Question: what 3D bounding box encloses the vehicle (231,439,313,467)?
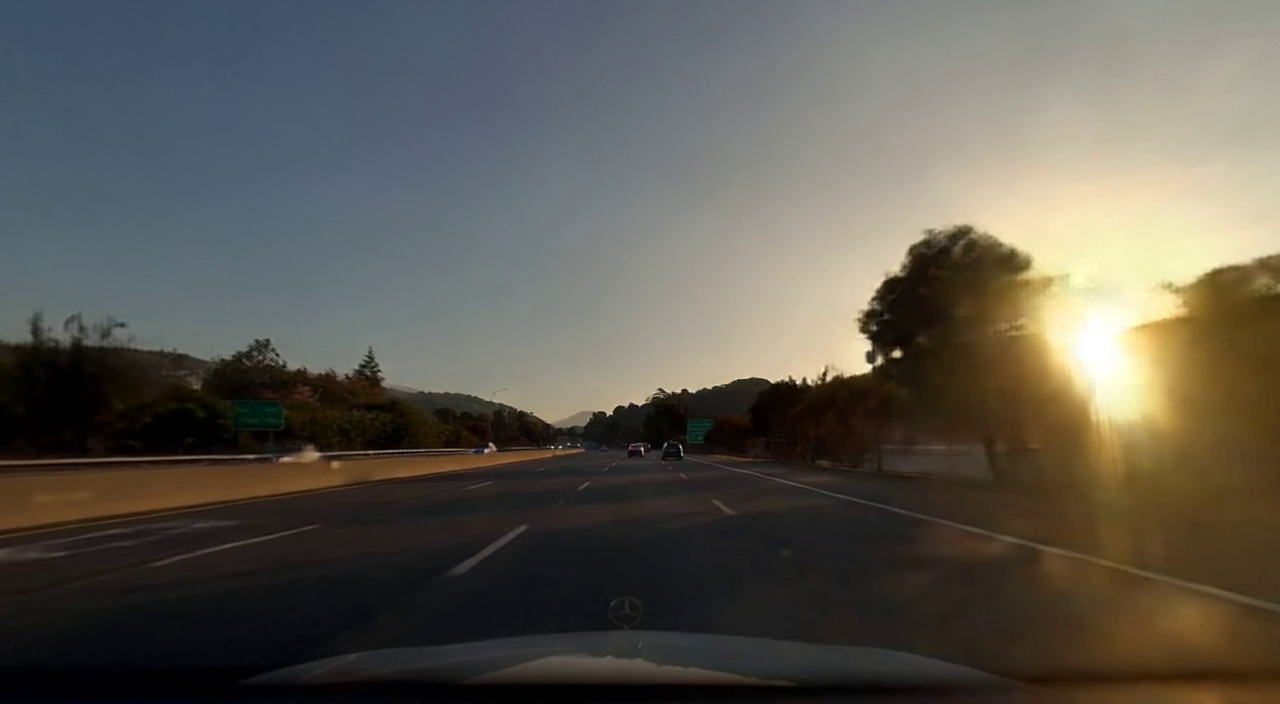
[{"bbox_3d":[-20.326,5.612,35.057,1.791,1.436,4.446,0,-8,1],"label":"vehicle"}]
